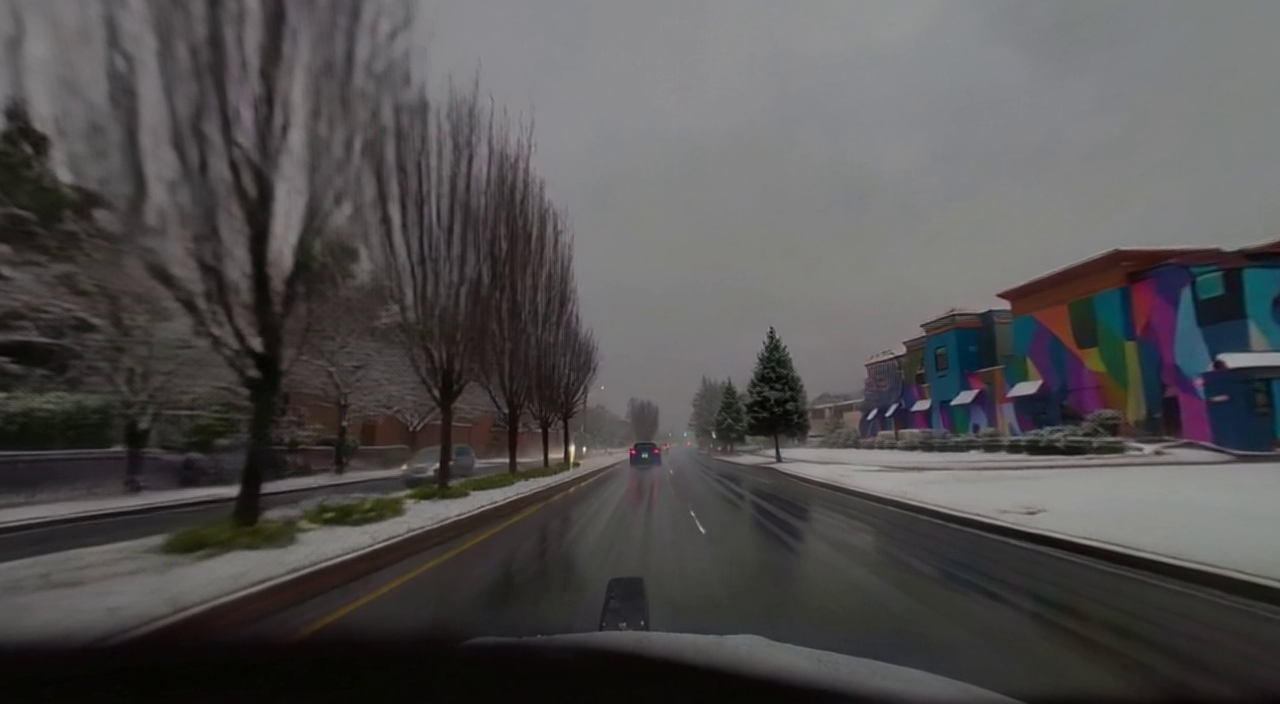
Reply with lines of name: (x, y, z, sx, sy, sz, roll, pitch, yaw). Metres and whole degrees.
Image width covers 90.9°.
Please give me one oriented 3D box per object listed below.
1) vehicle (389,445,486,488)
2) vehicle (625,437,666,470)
vehicle: (-7.670, 4.358, 24.358, 2.040, 1.465, 4.448, 0, -8, 3)
vehicle: (0.376, 5.631, 35.164, 2.129, 1.713, 4.314, 0, -8, 3)
